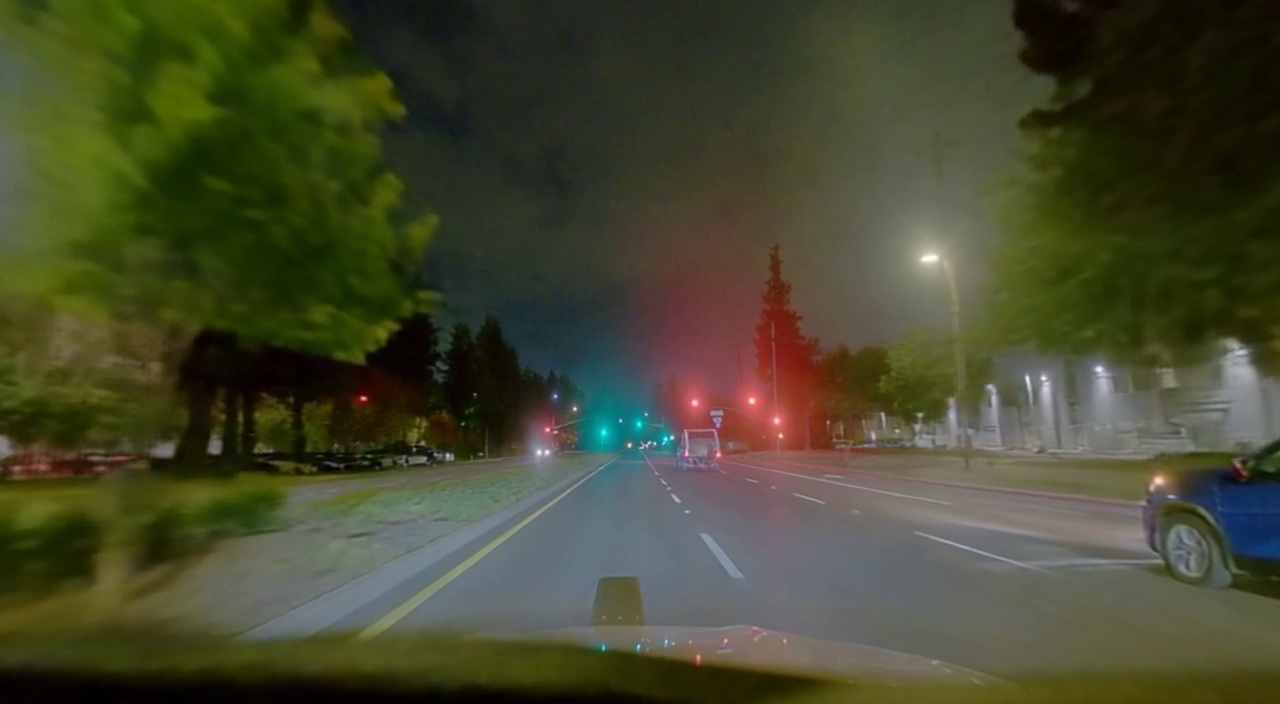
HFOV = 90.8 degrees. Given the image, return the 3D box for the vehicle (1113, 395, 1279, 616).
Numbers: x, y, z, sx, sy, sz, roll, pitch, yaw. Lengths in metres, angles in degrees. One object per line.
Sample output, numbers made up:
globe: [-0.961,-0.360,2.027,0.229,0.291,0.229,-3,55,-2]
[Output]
vehicle: [6.154,1.140,4.450,2.012,1.754,4.635,0,-8,0]

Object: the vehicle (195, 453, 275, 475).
vehicle: [-28.594,7.894,44.676,4.382,1.467,1.902,0,-8,2]

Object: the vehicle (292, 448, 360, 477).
vehicle: [-19.653,6.924,39.784,1.985,1.667,4.622,0,-8,-1]

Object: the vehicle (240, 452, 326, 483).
vehicle: [-19.216,6.203,34.239,2.048,1.493,4.588,0,-8,-1]

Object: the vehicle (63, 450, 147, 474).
vehicle: [-41.663,8.551,49.265,4.562,1.756,2.075,0,-9,1]

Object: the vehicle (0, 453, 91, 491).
vehicle: [-28.475,5.470,28.935,4.657,1.636,2.059,0,-8,0]
